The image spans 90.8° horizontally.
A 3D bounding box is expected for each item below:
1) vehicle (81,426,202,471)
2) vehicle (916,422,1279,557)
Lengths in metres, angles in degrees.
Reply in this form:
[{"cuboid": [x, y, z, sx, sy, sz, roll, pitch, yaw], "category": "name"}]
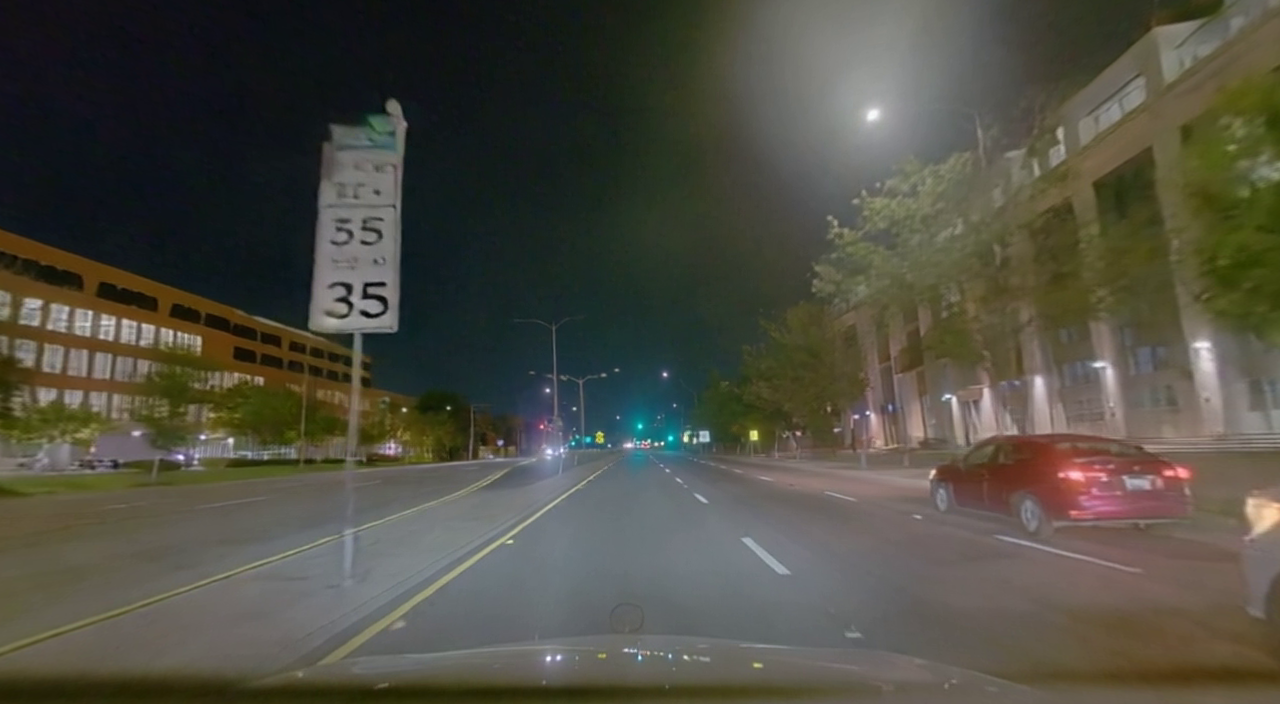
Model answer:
[{"cuboid": [-34.822, 6.759, 44.298, 6.180, 2.962, 2.395, 0, -9, -4], "category": "vehicle"}, {"cuboid": [6.545, 1.970, 9.881, 2.088, 1.524, 5.085, 0, -9, -1], "category": "vehicle"}]
